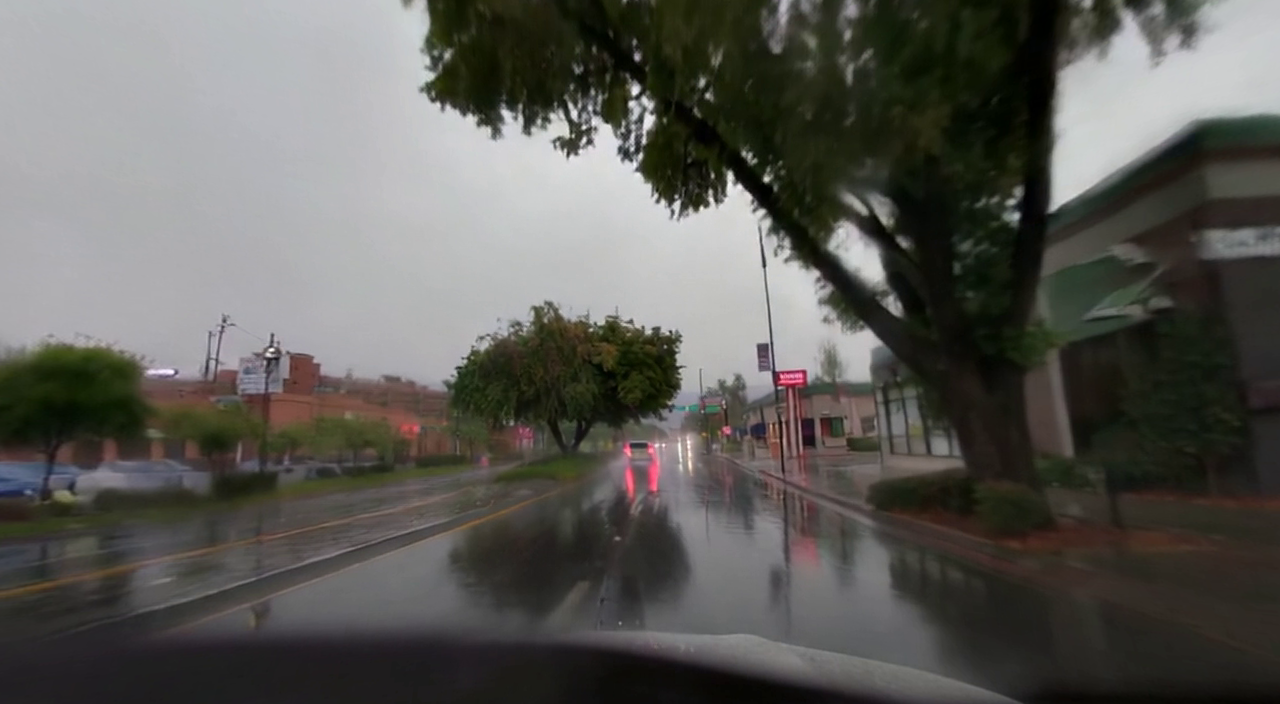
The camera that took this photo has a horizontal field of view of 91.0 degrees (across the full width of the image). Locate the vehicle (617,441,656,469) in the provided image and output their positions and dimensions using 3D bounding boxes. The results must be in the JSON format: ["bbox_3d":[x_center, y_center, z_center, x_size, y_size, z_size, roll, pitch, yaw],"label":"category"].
[{"bbox_3d":[-0.171,6.757,41.565,2.235,1.719,4.292,-1,-8,4],"label":"vehicle"}]
